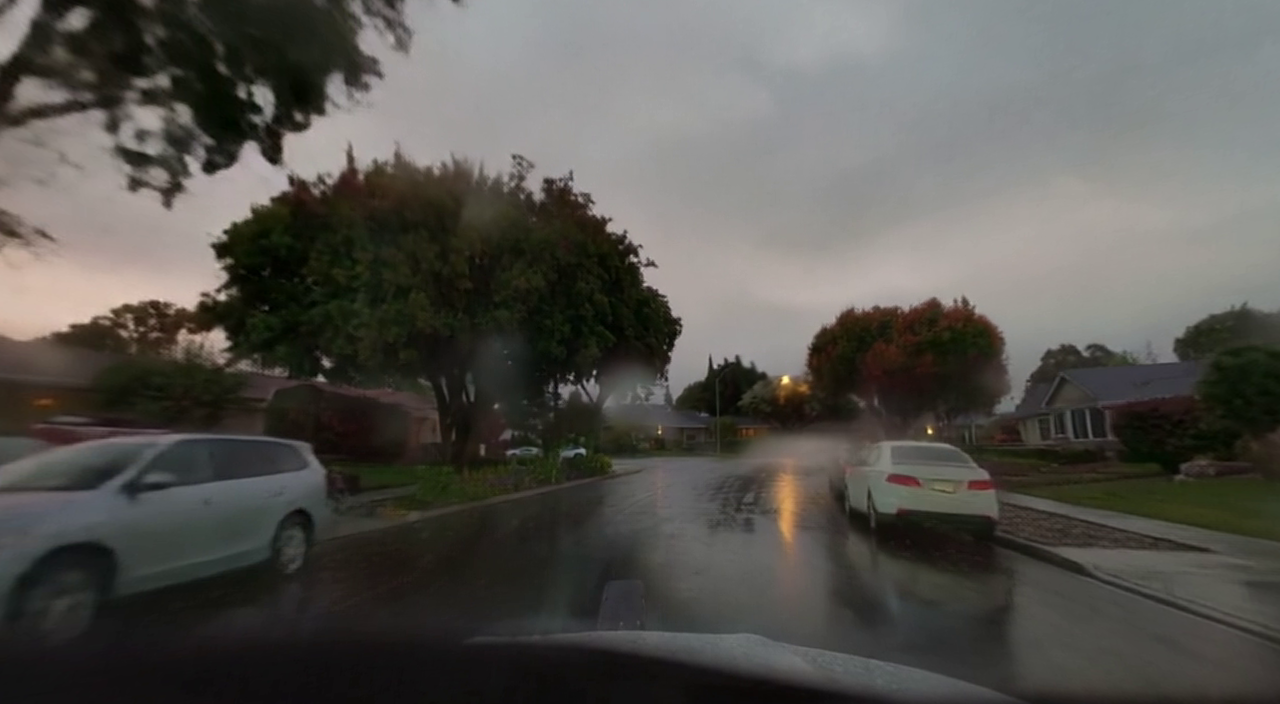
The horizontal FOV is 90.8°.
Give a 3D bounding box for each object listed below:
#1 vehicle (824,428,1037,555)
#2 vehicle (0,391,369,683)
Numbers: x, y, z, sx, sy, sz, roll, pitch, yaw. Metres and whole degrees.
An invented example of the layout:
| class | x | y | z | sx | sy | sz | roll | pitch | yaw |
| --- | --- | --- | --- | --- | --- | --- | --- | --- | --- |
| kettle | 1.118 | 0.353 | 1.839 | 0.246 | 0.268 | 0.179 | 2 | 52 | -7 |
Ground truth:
| class | x | y | z | sx | sy | sz | roll | pitch | yaw |
| --- | --- | --- | --- | --- | --- | --- | --- | --- | --- |
| vehicle | 4.568 | 2.230 | 10.876 | 2.075 | 1.657 | 4.648 | -1 | -9 | 9 |
| vehicle | -4.731 | 1.433 | 5.930 | 2.041 | 1.762 | 4.508 | -3 | -8 | 6 |
